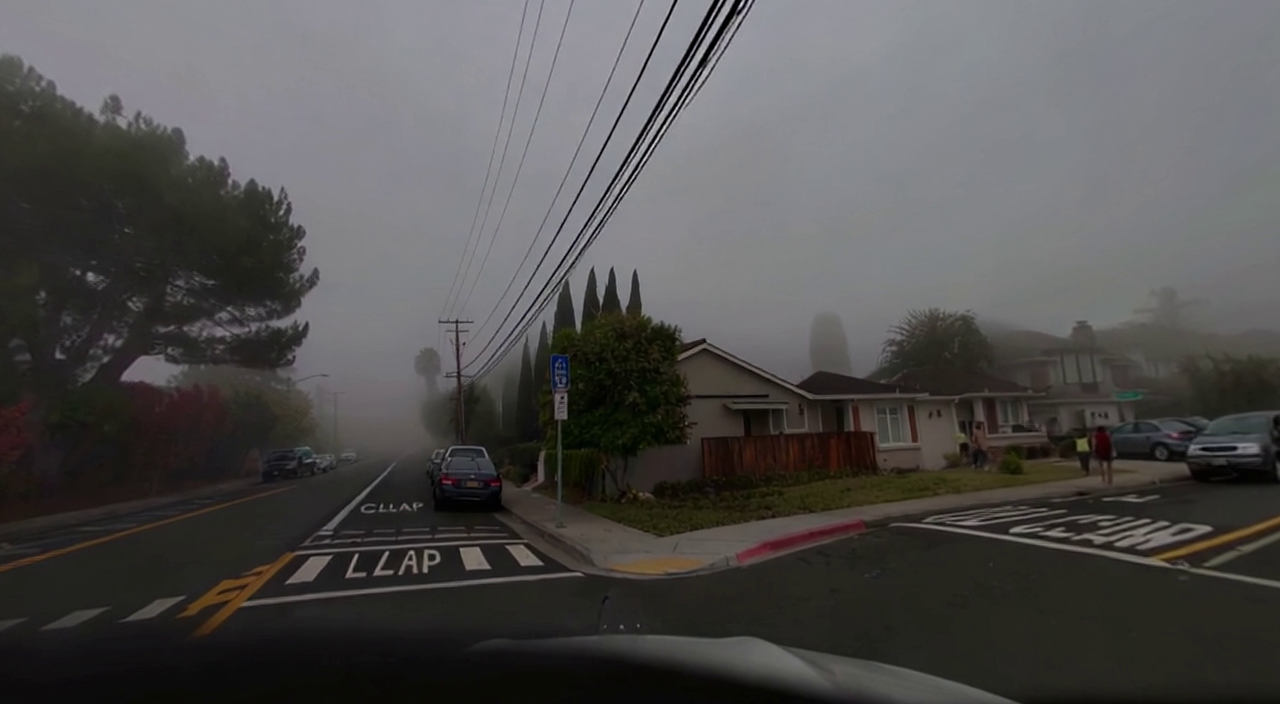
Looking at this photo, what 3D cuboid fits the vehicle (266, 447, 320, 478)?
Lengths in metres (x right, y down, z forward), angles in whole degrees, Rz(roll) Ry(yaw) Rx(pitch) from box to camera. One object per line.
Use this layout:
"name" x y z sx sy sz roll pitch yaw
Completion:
"vehicle" -22.043 6.979 40.332 2.203 1.787 4.704 3 -9 -19
